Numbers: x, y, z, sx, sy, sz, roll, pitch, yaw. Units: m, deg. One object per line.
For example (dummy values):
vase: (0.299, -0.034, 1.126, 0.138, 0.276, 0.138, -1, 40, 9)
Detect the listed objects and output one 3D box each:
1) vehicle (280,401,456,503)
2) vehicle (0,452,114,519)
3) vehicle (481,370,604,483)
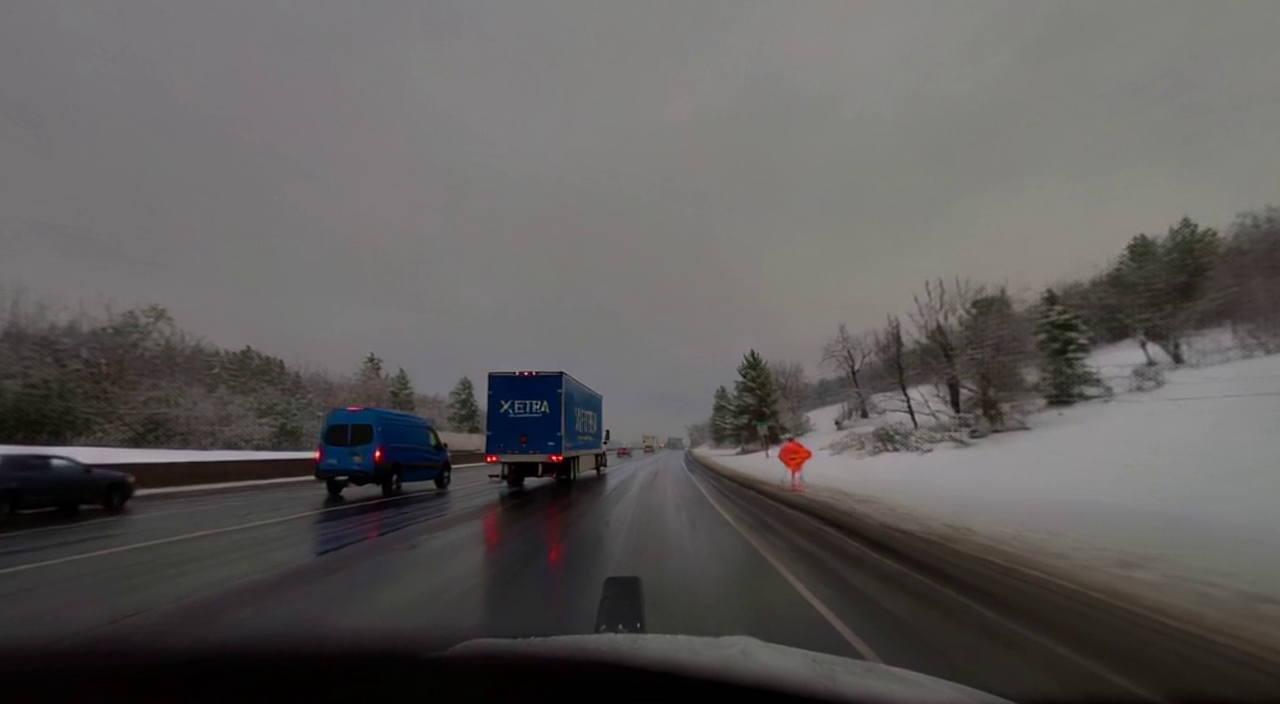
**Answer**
vehicle: (-7.930, 3.029, 19.346, 2.469, 2.615, 5.874, 0, -8, 3)
vehicle: (-15.501, 3.142, 14.921, 1.901, 1.487, 4.622, 0, -8, 3)
vehicle: (-3.778, 3.360, 27.461, 3.183, 4.011, 9.617, 0, -8, 4)
